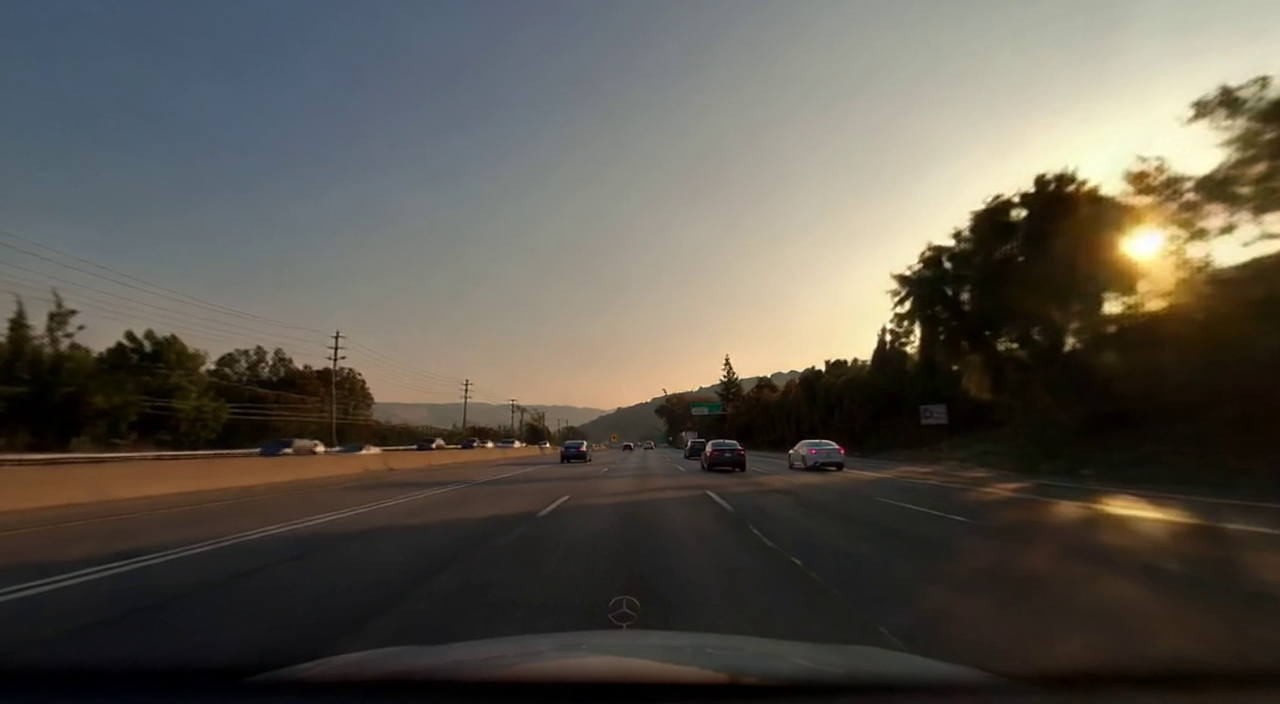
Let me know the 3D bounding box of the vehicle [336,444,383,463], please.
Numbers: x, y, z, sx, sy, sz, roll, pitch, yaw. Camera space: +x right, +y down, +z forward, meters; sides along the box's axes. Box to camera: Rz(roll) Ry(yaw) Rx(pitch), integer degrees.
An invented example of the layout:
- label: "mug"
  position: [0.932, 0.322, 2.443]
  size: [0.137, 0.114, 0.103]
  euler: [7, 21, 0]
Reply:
- label: "vehicle"
  position: [-21.952, 7.924, 49.516]
  size: [1.716, 1.427, 4.233]
  euler: [-1, -8, 1]

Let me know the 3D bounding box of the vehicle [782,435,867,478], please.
- label: "vehicle"
  position: [7.333, 4.197, 25.633]
  size: [1.988, 1.518, 4.856]
  euler: [0, -8, 0]

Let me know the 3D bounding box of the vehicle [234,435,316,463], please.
- label: "vehicle"
  position: [-25.865, 6.892, 44.969]
  size: [2.229, 1.809, 5.847]
  euler: [-1, -8, 2]

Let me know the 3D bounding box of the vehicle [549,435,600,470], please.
- label: "vehicle"
  position: [-3.402, 5.303, 33.458]
  size: [2.106, 1.682, 4.395]
  euler: [-1, -8, 2]

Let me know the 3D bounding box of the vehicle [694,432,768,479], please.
- label: "vehicle"
  position: [3.424, 3.987, 24.638]
  size: [2.146, 1.639, 4.475]
  euler: [0, -8, -1]
